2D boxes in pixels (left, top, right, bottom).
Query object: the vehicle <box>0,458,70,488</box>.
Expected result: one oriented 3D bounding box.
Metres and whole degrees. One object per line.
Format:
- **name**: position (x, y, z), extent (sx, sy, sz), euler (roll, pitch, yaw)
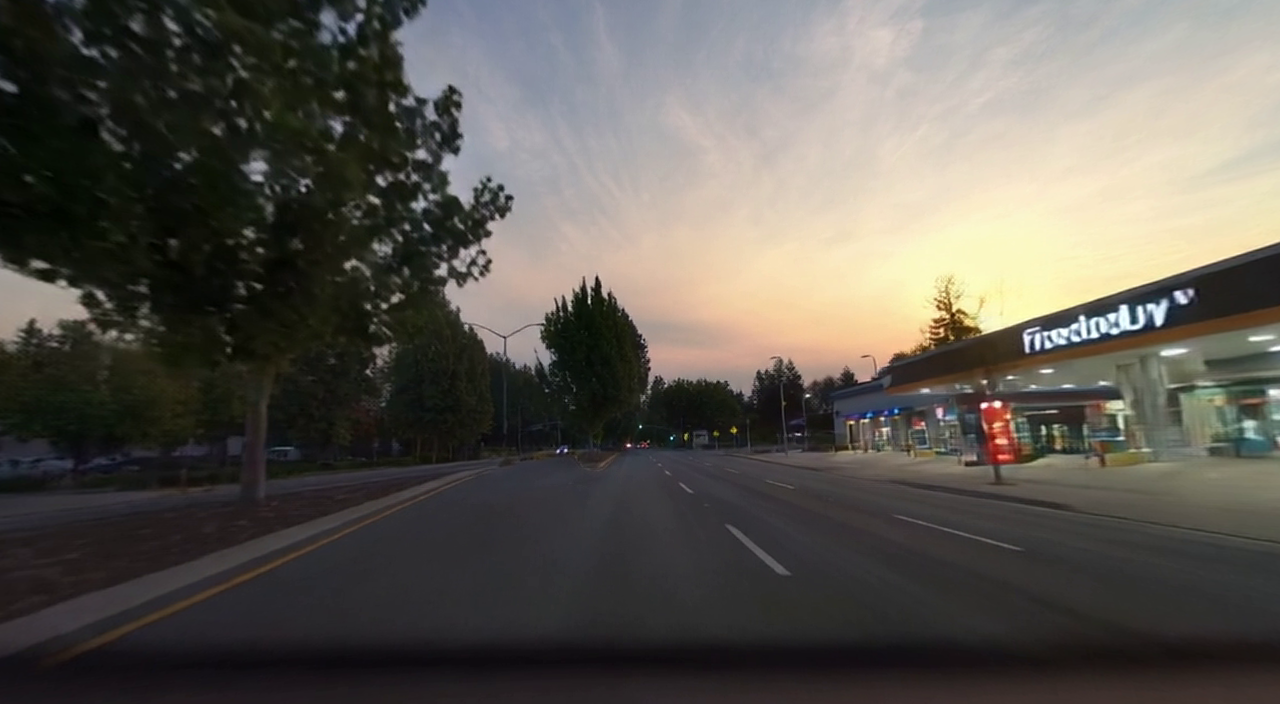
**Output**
- **vehicle**: position (-37.297, 7.261, 37.869), extent (4.316, 1.603, 1.815), euler (-2, -9, -2)
